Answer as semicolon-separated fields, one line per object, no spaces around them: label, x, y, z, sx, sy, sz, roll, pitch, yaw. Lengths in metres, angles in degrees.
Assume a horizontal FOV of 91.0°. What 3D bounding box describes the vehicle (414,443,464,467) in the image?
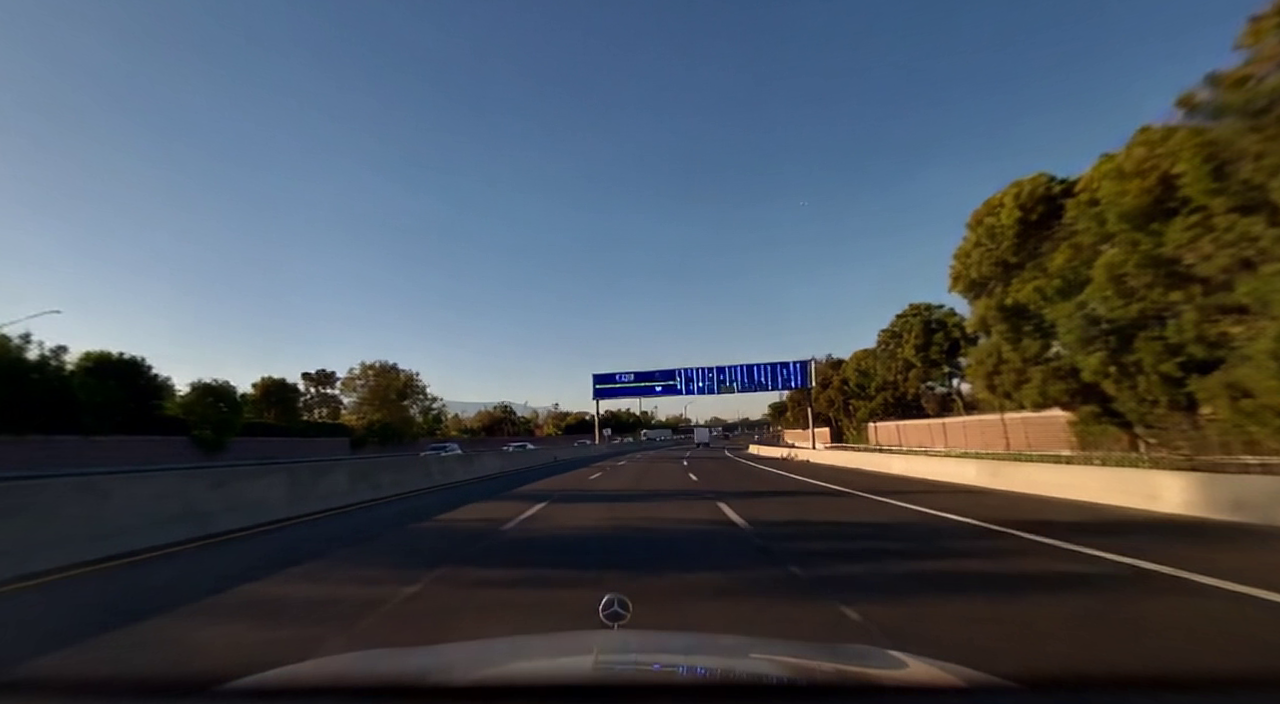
vehicle;-15.111;7.730;47.519;2.038;1.667;4.222;-1;-8;5
